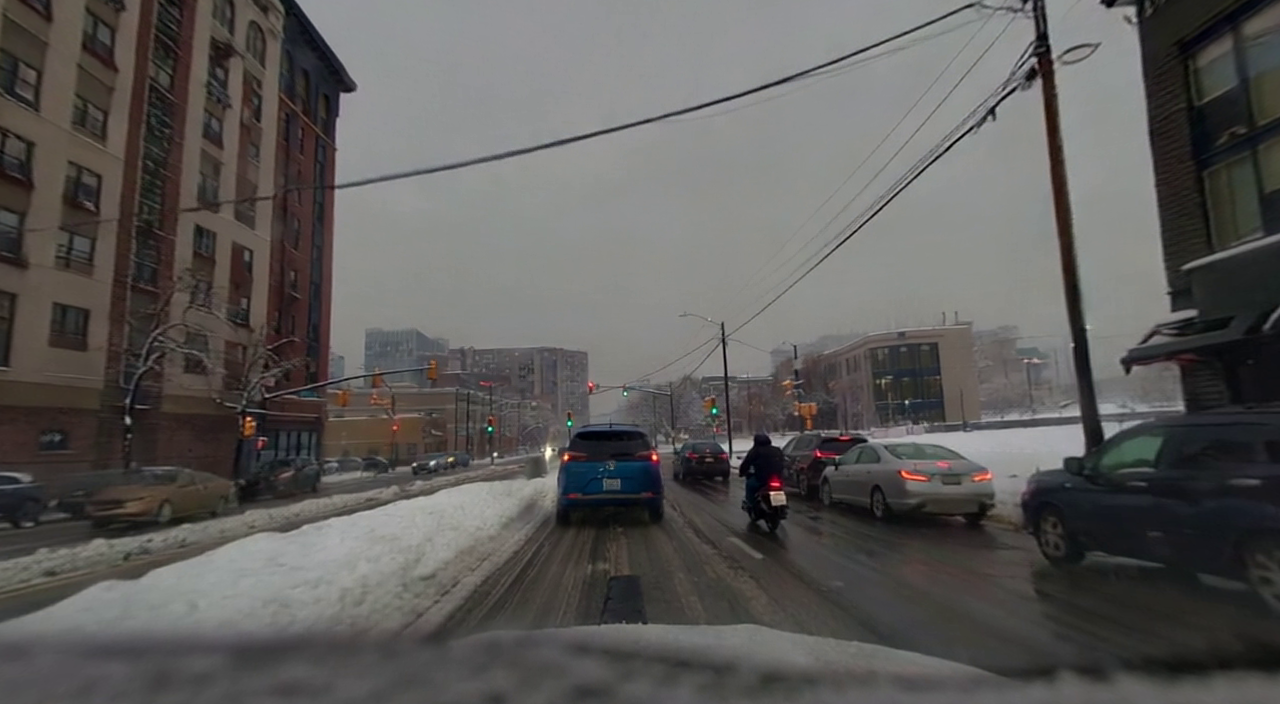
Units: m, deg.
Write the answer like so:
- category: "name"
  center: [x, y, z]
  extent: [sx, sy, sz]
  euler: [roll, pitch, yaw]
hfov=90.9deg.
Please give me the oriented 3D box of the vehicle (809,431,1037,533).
- category: "vehicle"
  center: [4.941, 2.326, 11.931]
  extent: [2.012, 1.532, 4.565]
  euler: [0, -9, -3]

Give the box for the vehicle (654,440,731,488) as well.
- category: "vehicle"
  center: [1.709, 3.889, 22.195]
  extent: [2.101, 1.507, 4.355]
  euler: [0, -9, -3]

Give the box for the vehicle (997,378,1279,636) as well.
- category: "vehicle"
  center: [5.316, 1.190, 5.220]
  extent: [2.094, 1.719, 4.150]
  euler: [0, -9, -3]

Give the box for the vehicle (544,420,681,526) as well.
- category: "vehicle"
  center: [-0.525, 2.332, 12.645]
  extent: [2.265, 1.748, 4.130]
  euler: [0, -9, -2]

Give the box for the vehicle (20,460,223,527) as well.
- category: "vehicle"
  center: [-18.037, 4.881, 22.553]
  extent: [2.400, 1.913, 6.066]
  euler: [0, -9, -4]

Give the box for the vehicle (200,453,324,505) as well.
- category: "vehicle"
  center: [-14.920, 4.993, 25.288]
  extent: [2.267, 1.831, 4.702]
  euler: [0, -9, -4]

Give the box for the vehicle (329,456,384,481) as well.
- category: "vehicle"
  center: [-19.919, 8.166, 44.525]
  extent: [2.038, 1.607, 4.348]
  euler: [1, -9, -4]
